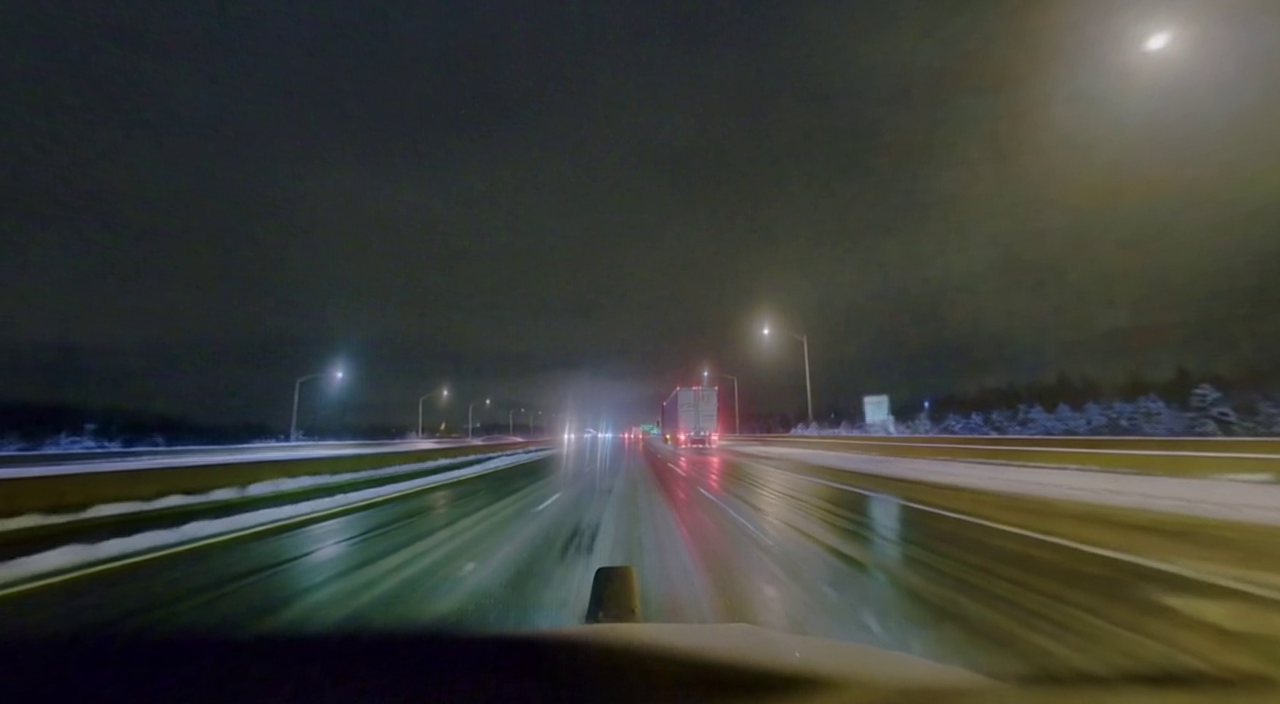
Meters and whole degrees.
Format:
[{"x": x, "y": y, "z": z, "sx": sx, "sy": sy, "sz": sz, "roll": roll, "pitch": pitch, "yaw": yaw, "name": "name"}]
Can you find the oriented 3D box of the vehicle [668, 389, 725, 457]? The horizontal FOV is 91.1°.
[{"x": 3.527, "y": 4.775, "z": 41.633, "sx": 2.859, "sy": 3.981, "sz": 8.596, "roll": 0, "pitch": -8, "yaw": -1, "name": "vehicle"}]
